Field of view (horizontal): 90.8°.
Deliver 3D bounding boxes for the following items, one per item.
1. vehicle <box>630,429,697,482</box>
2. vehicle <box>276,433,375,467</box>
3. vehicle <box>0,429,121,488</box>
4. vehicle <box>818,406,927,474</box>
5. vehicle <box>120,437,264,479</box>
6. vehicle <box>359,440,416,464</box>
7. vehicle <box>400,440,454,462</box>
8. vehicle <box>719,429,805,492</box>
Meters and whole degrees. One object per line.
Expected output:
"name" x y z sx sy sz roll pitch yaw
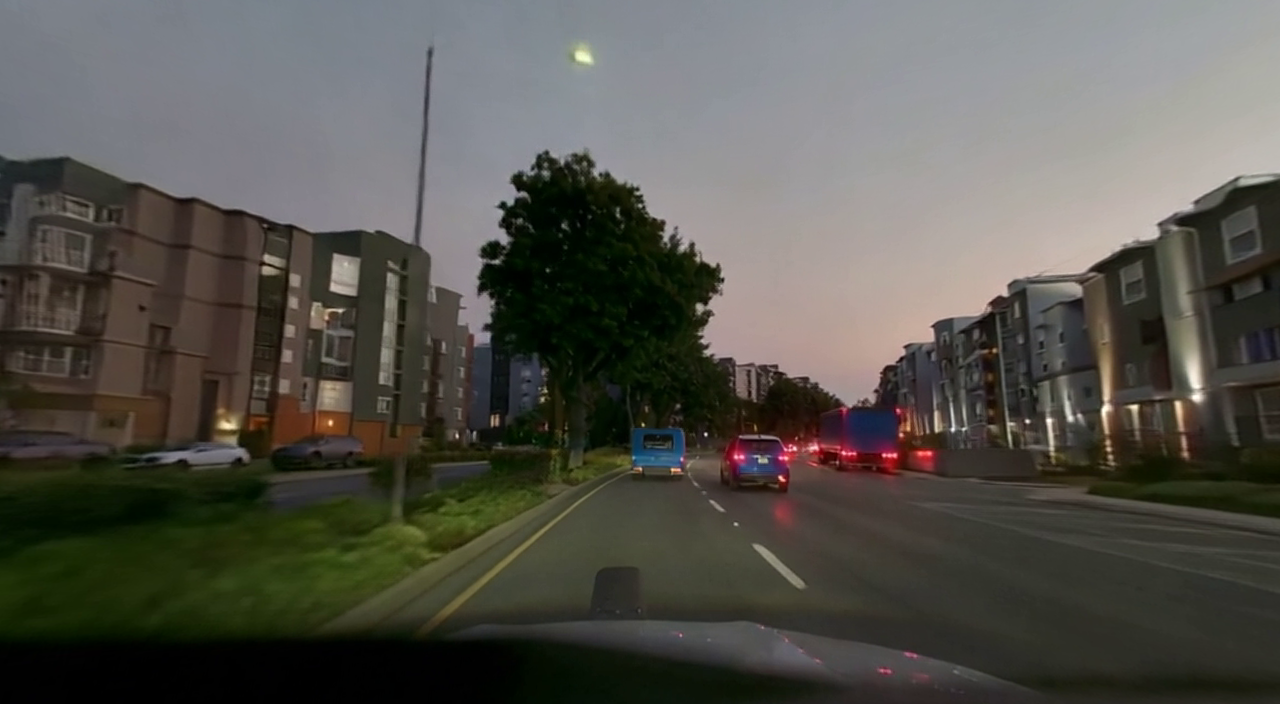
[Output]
"vehicle" 0.964 4.041 24.923 2.345 1.841 5.032 0 -9 3
"vehicle" -17.609 5.619 35.818 2.272 1.746 5.914 -1 -11 4
"vehicle" -18.684 3.204 19.062 2.010 1.609 4.549 -1 -9 2
"vehicle" 12.220 4.783 34.045 3.705 3.221 6.779 -1 -9 5
"vehicle" -18.008 4.334 25.770 2.008 1.487 5.078 -2 -10 2
"vehicle" -17.045 6.828 42.937 1.845 1.512 4.316 -2 -10 4
"vehicle" -16.362 7.678 48.783 1.951 1.513 5.107 -3 -10 6
"vehicle" 3.835 3.495 20.678 2.033 1.823 4.409 0 -9 1
